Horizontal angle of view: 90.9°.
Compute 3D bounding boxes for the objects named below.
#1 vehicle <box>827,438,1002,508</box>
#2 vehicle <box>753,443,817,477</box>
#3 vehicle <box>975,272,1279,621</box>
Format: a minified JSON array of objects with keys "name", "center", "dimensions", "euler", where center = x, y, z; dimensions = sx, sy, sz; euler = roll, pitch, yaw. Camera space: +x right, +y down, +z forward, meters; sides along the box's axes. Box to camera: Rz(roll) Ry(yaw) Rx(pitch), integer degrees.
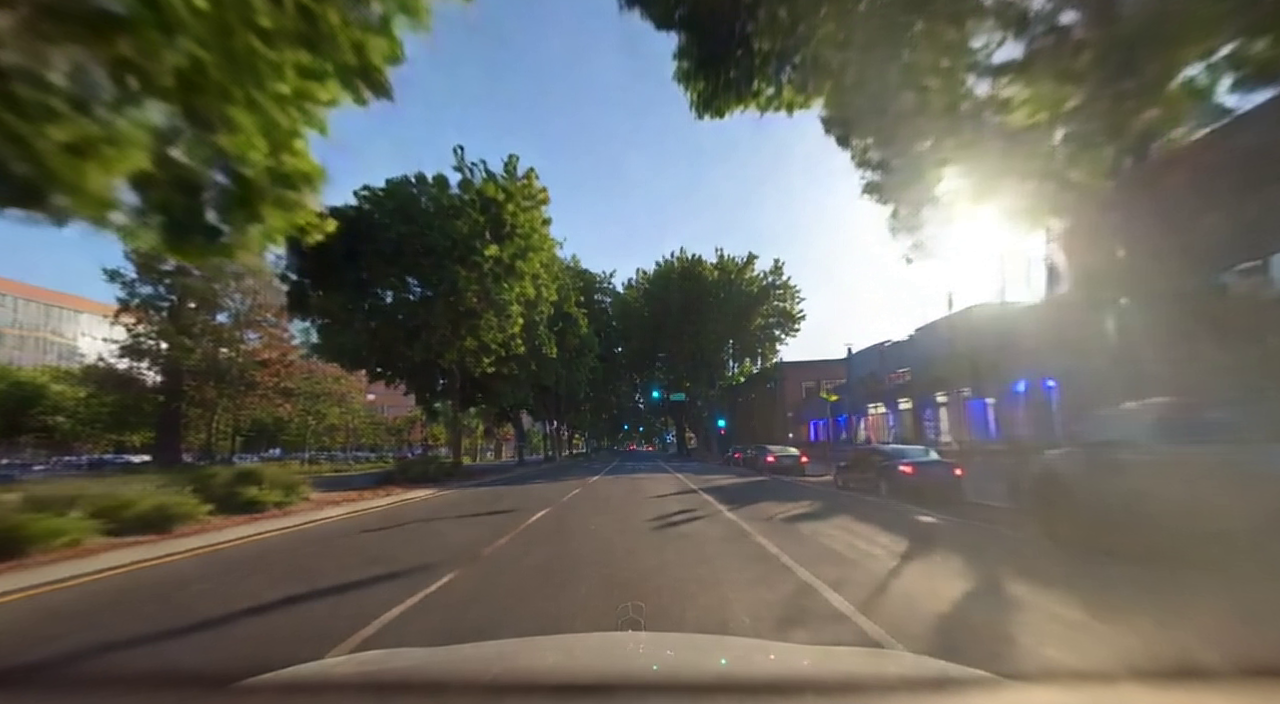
[{"name":"vehicle","center":[6.616,2.959,16.006],"dimensions":[2.109,1.477,4.963],"euler":[0,-8,-1]},{"name":"vehicle","center":[6.716,5.034,29.669],"dimensions":[1.847,1.472,4.846],"euler":[0,-8,0]},{"name":"vehicle","center":[6.241,0.891,5.982],"dimensions":[2.762,2.607,6.182],"euler":[0,-8,1]}]
